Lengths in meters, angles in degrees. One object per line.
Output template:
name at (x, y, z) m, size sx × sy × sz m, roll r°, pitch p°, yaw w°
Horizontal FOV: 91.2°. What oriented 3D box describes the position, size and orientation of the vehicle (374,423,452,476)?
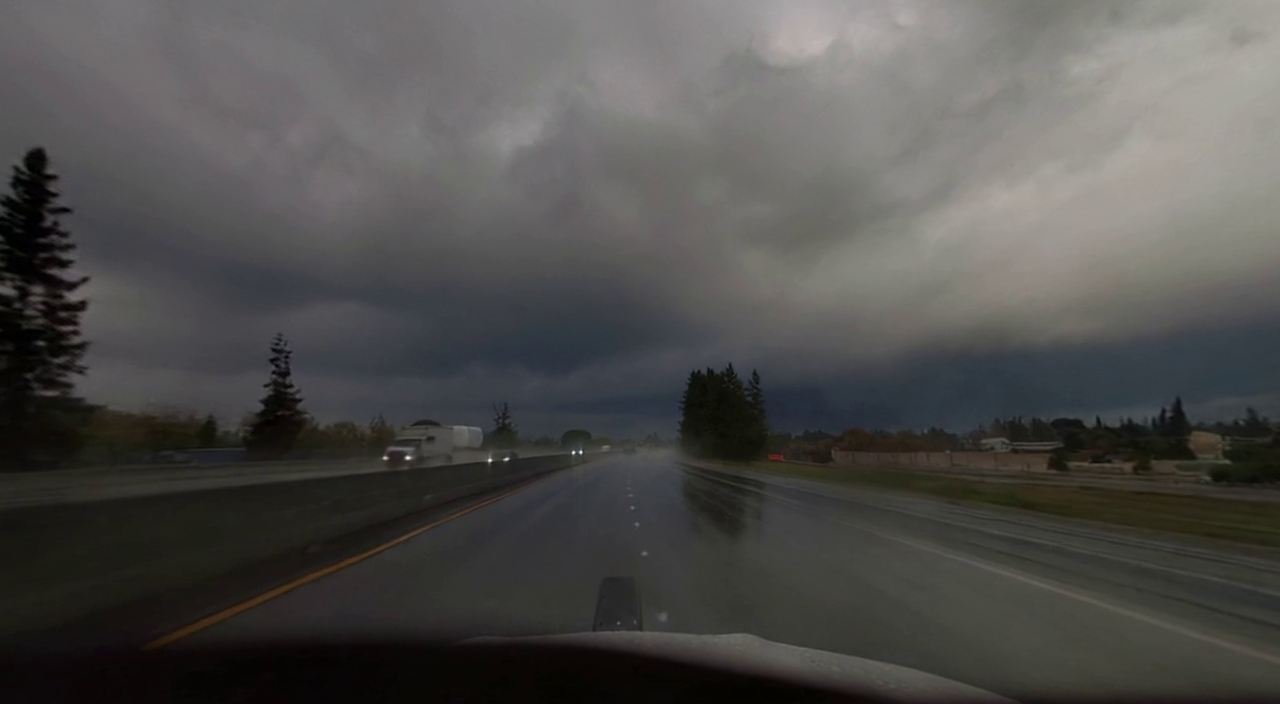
vehicle at (-15.604, 6.796, 43.719) m, size 2.732 × 3.283 × 7.013 m, roll -1°, pitch -9°, yaw 0°
